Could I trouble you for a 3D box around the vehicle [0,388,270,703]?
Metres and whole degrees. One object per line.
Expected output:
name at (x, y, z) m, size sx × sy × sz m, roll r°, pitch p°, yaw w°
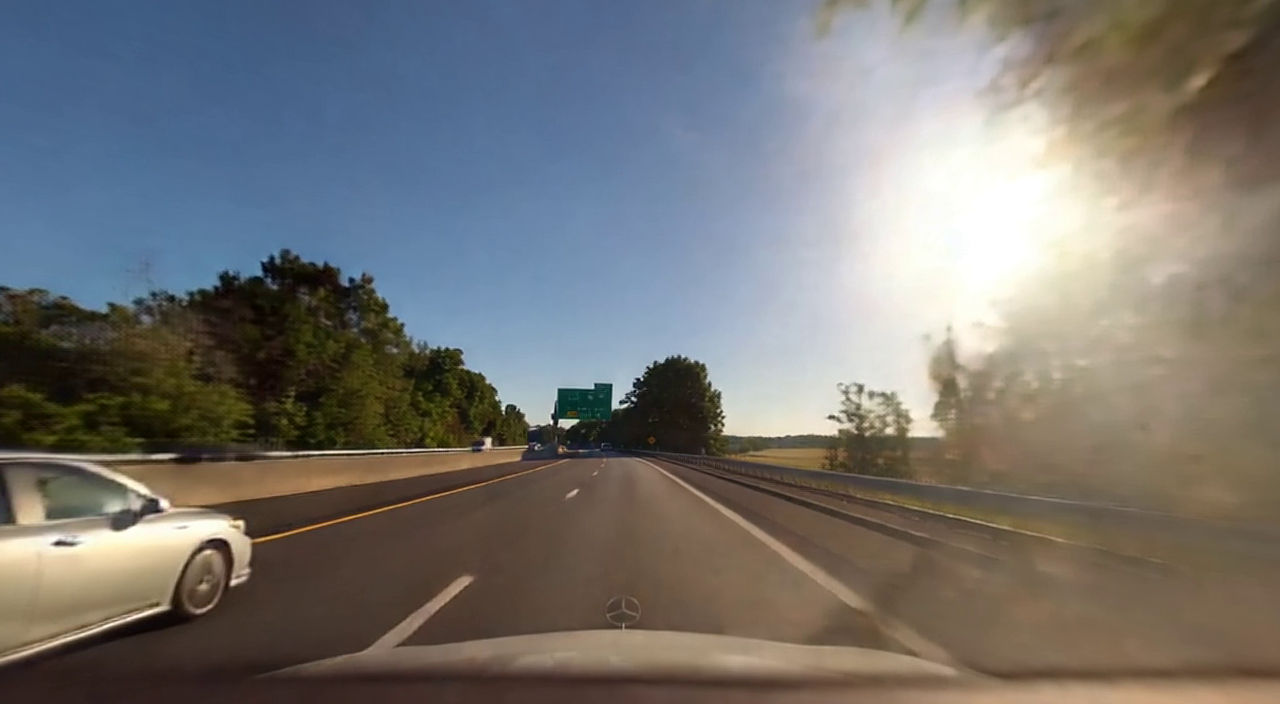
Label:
vehicle at (-3.854, 0.941, 2.825) m, size 1.990 × 1.532 × 3.911 m, roll 0°, pitch -9°, yaw 0°
